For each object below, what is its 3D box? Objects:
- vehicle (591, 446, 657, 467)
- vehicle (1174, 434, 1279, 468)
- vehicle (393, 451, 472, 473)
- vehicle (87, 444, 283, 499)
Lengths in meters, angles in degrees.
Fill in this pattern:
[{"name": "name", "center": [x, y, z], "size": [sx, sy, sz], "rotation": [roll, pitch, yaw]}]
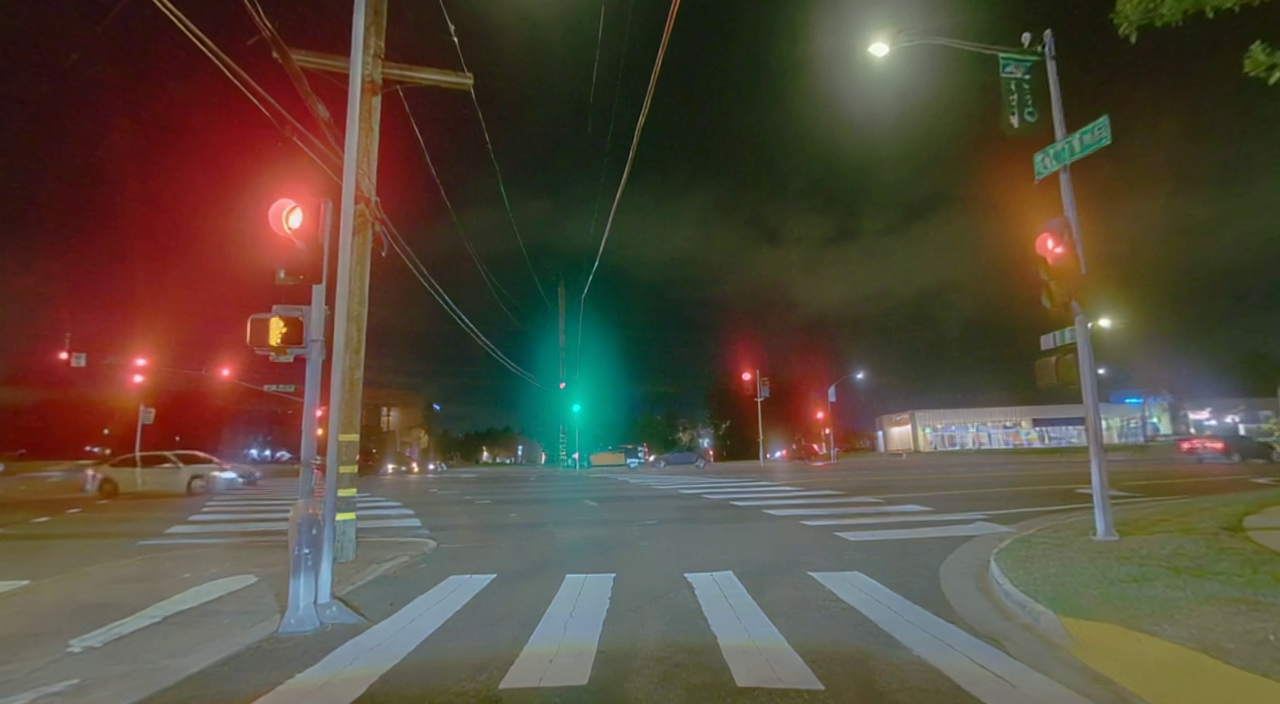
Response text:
[{"name": "vehicle", "center": [-1.150, 7.546, 45.824], "size": [4.391, 1.451, 1.717], "rotation": [4, -9, -25]}, {"name": "vehicle", "center": [27.728, 4.620, 29.539], "size": [4.700, 1.479, 2.095], "rotation": [3, -9, -22]}, {"name": "vehicle", "center": [-14.102, 7.440, 43.001], "size": [4.837, 1.407, 1.818], "rotation": [4, -9, -26]}, {"name": "vehicle", "center": [-13.254, 3.435, 18.494], "size": [4.799, 1.438, 1.899], "rotation": [-2, -9, 14]}]
